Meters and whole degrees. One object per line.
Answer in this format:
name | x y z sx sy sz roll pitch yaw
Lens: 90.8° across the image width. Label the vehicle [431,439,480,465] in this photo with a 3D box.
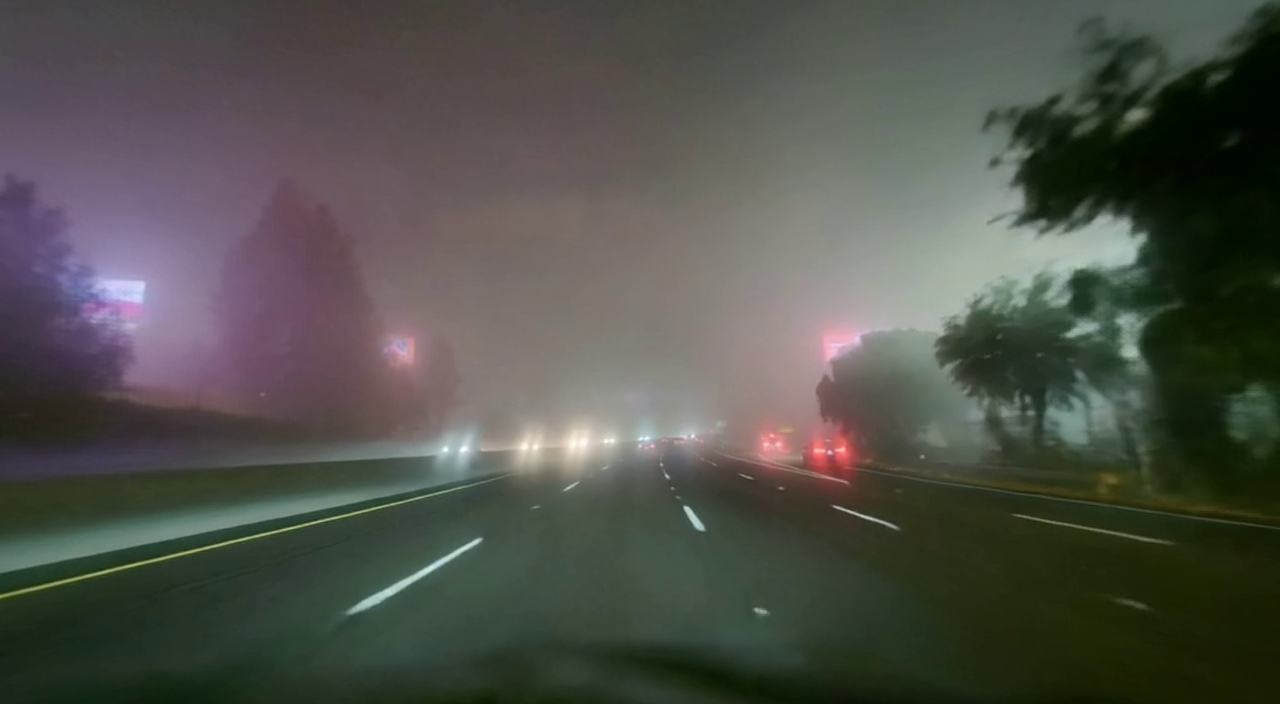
vehicle | -11.881 6.443 40.936 1.824 1.596 3.948 0 -8 3
